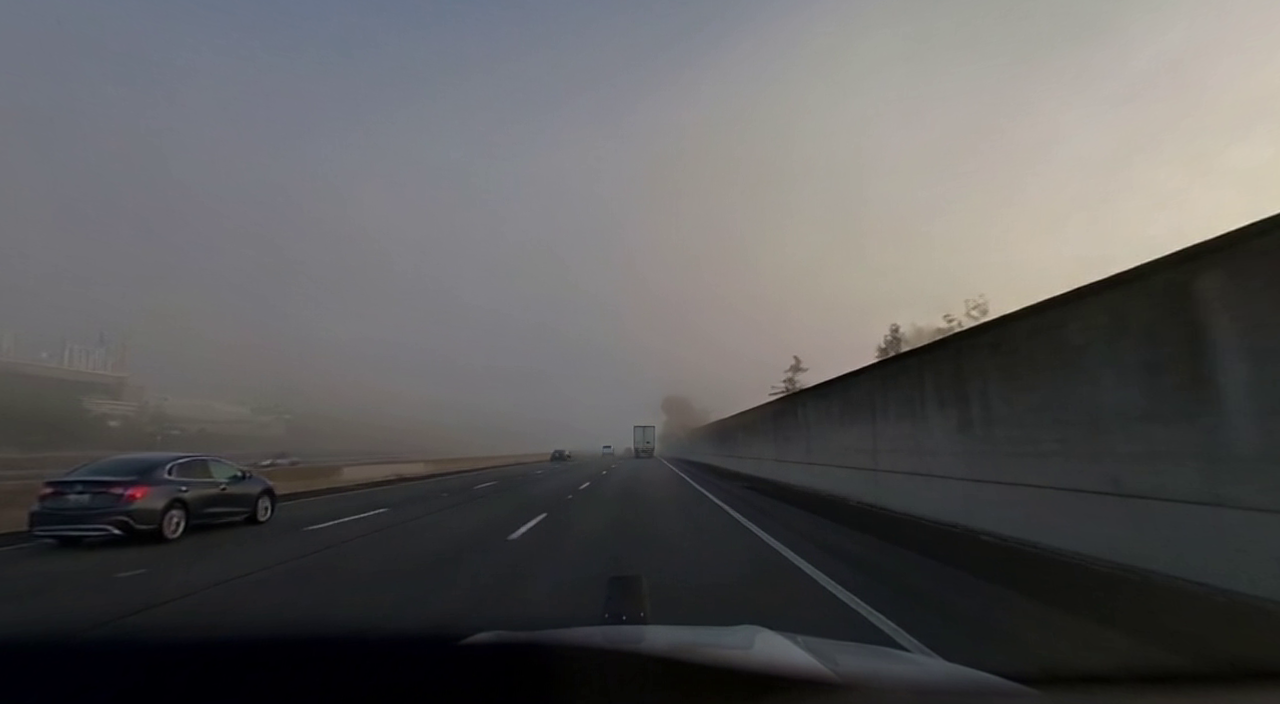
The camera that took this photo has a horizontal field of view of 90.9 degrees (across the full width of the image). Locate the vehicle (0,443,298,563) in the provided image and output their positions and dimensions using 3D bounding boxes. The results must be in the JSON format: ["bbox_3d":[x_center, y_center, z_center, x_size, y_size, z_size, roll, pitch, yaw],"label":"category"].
[{"bbox_3d":[-7.778,2.206,10.136,1.979,1.470,4.485,0,-8,1],"label":"vehicle"}]
